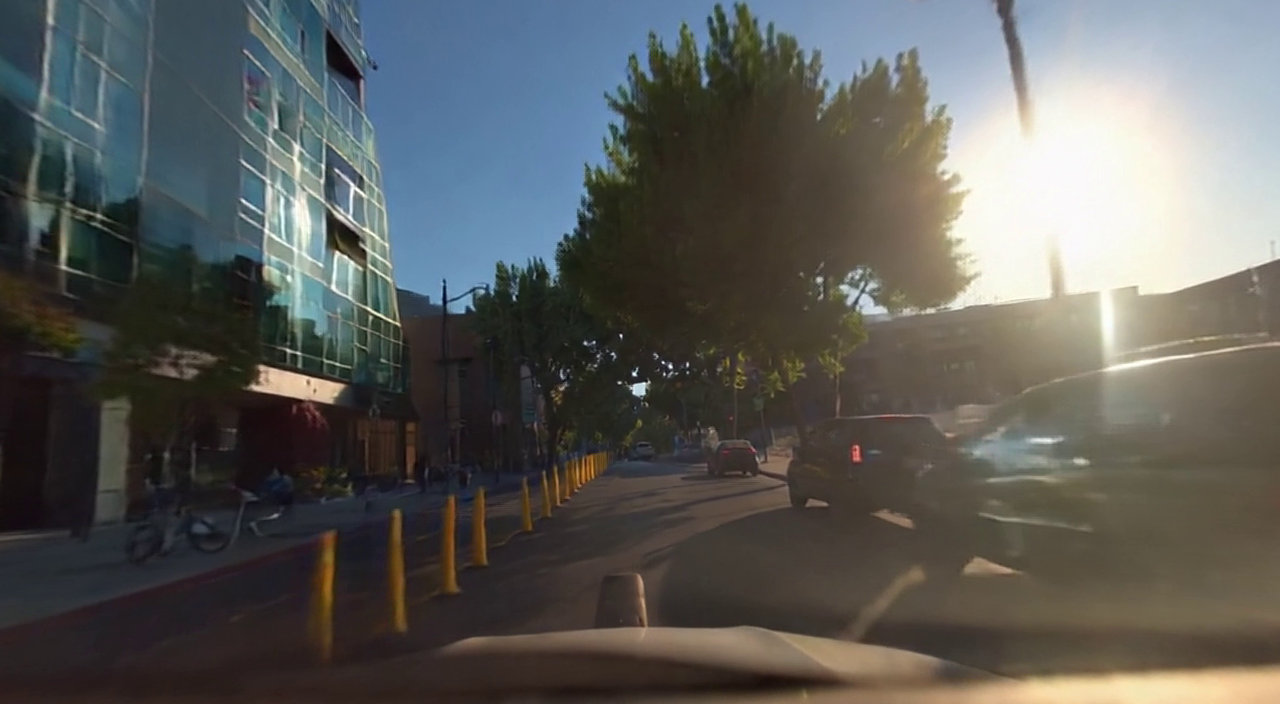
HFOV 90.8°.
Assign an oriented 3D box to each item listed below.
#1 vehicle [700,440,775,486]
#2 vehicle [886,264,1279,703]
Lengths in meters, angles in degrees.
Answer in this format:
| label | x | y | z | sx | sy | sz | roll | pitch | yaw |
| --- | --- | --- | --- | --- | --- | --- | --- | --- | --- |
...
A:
| label | x | y | z | sx | sy | sz | roll | pitch | yaw |
| --- | --- | --- | --- | --- | --- | --- | --- | --- | --- |
| vehicle | 3.405 | 3.972 | 23.057 | 1.963 | 1.445 | 4.948 | -1 | -8 | 1 |
| vehicle | 3.512 | 0.814 | 3.778 | 2.127 | 1.864 | 4.892 | -1 | -9 | 1 |
